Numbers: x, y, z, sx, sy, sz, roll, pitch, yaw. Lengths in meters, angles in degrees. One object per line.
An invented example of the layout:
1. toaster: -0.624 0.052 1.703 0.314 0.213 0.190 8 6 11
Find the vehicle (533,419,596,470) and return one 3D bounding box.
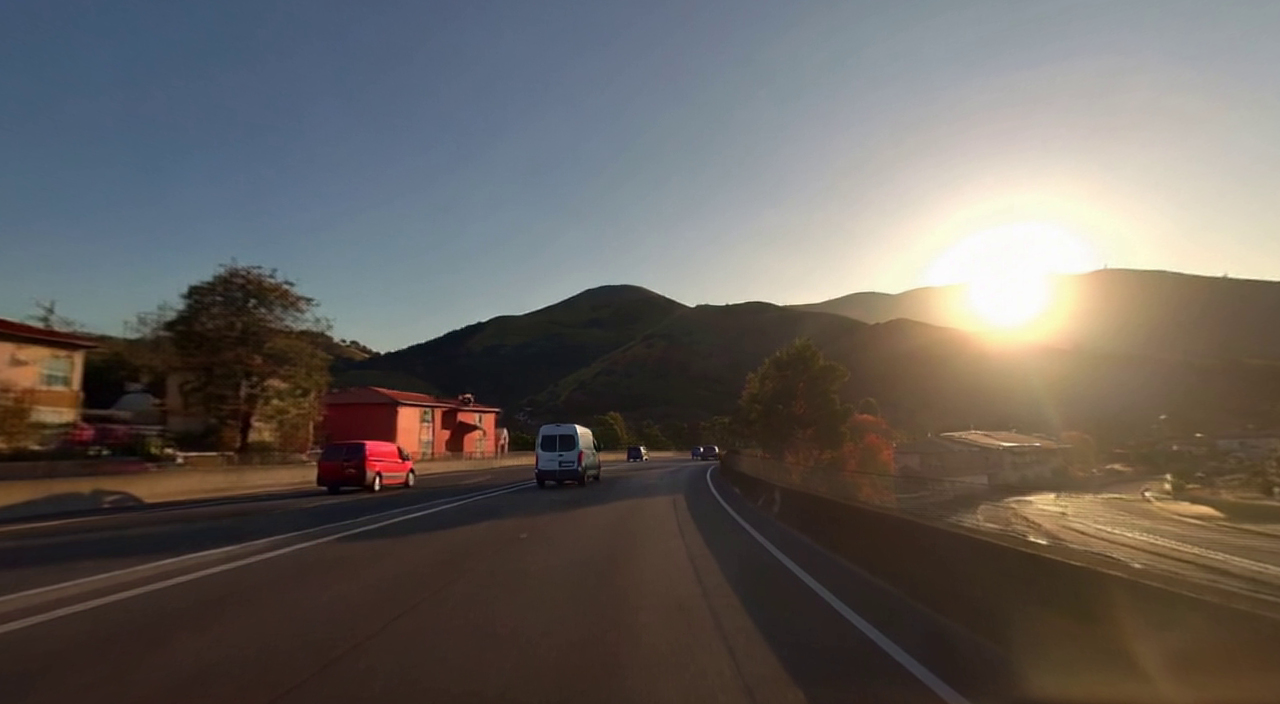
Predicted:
1. vehicle: -4.275 5.450 37.154 2.314 2.703 6.441 -1 -9 6

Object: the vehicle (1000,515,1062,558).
1. vehicle: 22.263 10.500 36.180 1.887 1.776 4.198 -2 -9 16

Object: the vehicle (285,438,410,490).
1. vehicle: -9.463 3.635 20.903 1.821 1.524 4.342 -1 -8 4
